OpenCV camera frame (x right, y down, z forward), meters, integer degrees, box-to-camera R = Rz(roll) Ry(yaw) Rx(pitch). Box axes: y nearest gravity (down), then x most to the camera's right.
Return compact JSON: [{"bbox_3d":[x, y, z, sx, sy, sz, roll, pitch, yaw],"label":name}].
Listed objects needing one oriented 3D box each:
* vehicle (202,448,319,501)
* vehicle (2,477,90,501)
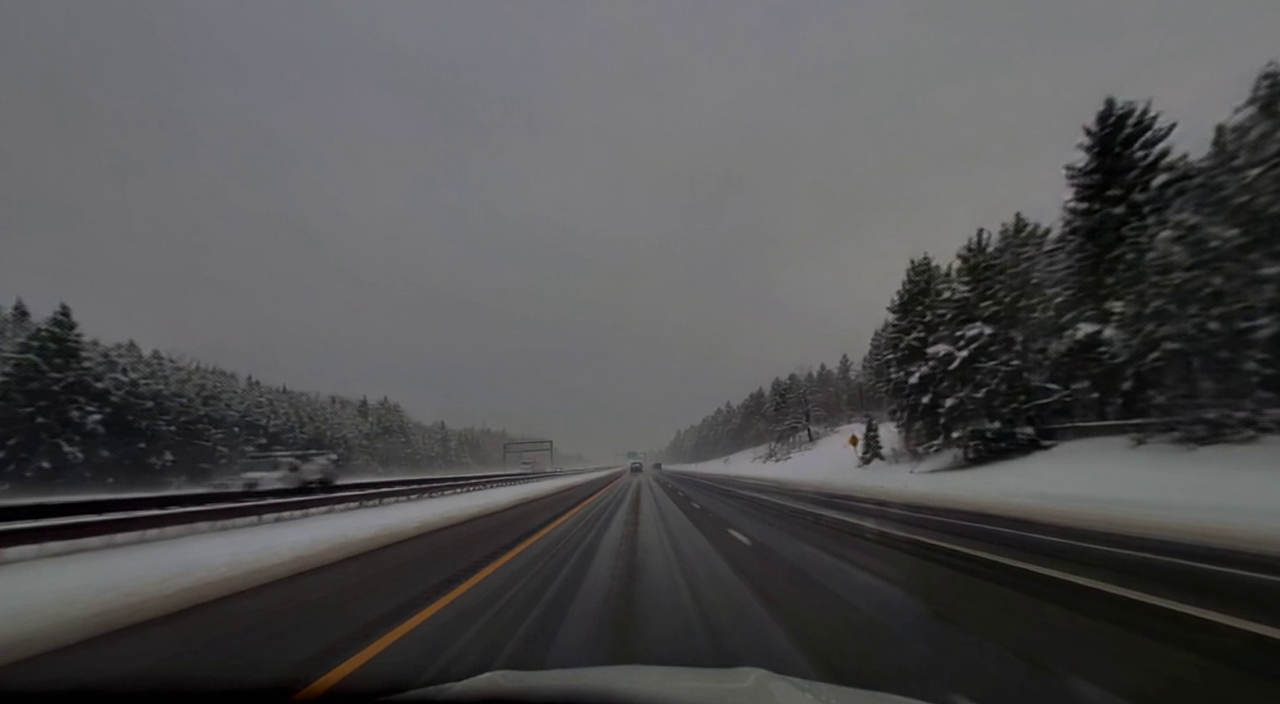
[{"bbox_3d":[-20.614,6.706,34.581,2.548,2.580,6.084,1,-10,0],"label":"vehicle"},{"bbox_3d":[-40.755,9.388,43.235,1.813,1.484,4.336,1,-10,0],"label":"vehicle"}]
